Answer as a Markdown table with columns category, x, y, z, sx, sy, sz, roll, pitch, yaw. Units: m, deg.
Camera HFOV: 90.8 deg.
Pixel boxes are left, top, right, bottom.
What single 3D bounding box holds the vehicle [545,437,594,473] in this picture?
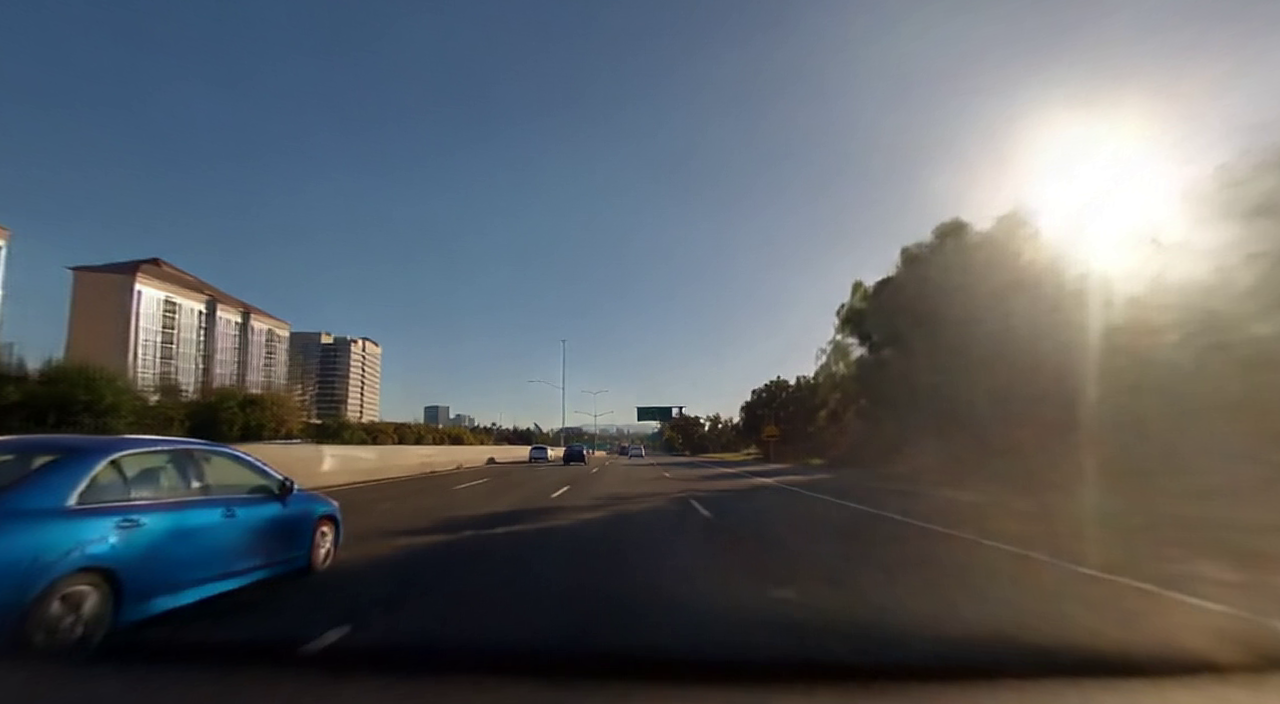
| category | x | y | z | sx | sy | sz | roll | pitch | yaw |
| --- | --- | --- | --- | --- | --- | --- | --- | --- | --- |
| vehicle | -3.569 | 5.343 | 32.900 | 2.075 | 1.702 | 4.257 | 0 | -9 | 0 |

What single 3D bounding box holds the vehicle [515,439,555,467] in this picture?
| category | x | y | z | sx | sy | sz | roll | pitch | yaw |
| --- | --- | --- | --- | --- | --- | --- | --- | --- | --- |
| vehicle | -7.391 | 7.172 | 44.986 | 2.040 | 1.824 | 4.917 | 0 | -9 | -1 |

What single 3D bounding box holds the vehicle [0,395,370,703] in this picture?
| category | x | y | z | sx | sy | sz | roll | pitch | yaw |
| --- | --- | --- | --- | --- | --- | --- | --- | --- | --- |
| vehicle | -3.803 | 1.133 | 4.038 | 2.114 | 1.480 | 4.473 | 0 | -9 | 1 |
